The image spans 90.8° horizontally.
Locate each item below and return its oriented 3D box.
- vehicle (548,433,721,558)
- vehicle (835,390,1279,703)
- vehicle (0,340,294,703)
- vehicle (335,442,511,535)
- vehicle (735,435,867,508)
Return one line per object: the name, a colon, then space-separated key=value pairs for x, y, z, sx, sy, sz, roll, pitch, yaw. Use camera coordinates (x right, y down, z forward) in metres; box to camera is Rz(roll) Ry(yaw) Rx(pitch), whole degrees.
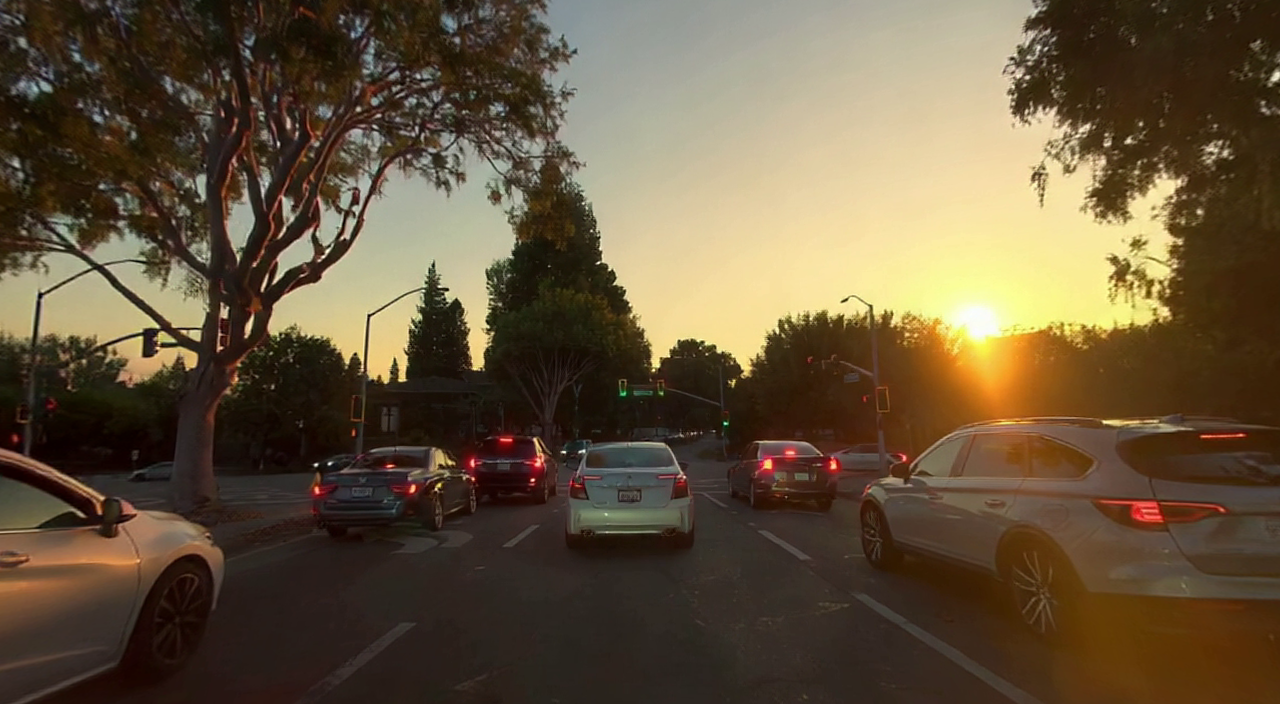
vehicle: x=-0.080 y=2.007 z=9.593 sx=2.061 sy=1.470 sz=3.970 roll=0 pitch=-8 yaw=0
vehicle: x=3.380 y=1.303 z=5.415 sx=1.933 sy=1.564 sz=4.600 roll=0 pitch=-8 yaw=0
vehicle: x=-3.667 y=0.834 z=2.538 sx=2.047 sy=1.764 sz=4.369 roll=0 pitch=-8 yaw=0
vehicle: x=-3.926 y=2.505 z=12.329 sx=1.919 sy=1.459 sz=4.371 roll=0 pitch=-8 yaw=-1
vehicle: x=3.645 y=2.783 z=15.236 sx=1.922 sy=1.472 sz=4.440 roll=0 pitch=-8 yaw=-1
